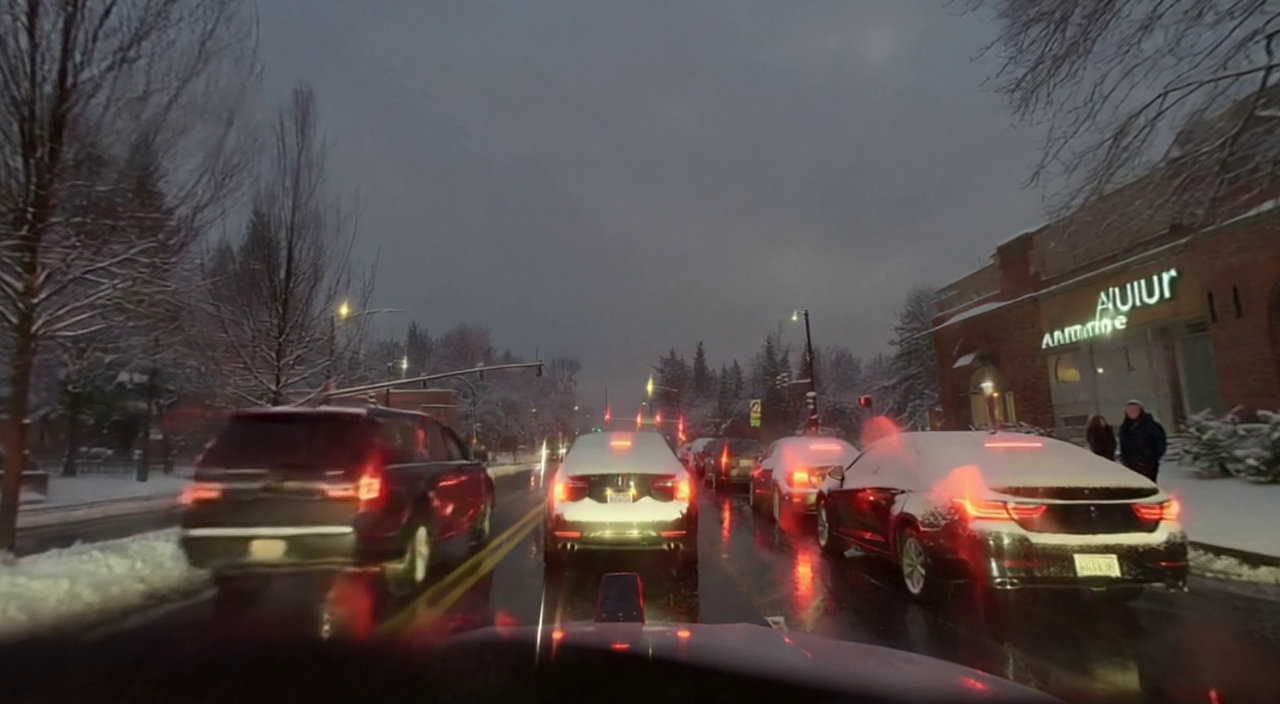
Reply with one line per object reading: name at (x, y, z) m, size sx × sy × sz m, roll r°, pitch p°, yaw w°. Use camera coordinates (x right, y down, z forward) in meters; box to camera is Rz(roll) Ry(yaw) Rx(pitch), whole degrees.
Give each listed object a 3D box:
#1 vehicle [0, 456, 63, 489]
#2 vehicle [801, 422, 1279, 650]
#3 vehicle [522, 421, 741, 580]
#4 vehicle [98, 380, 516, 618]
vehicle at (-31.717, 6.005, 31.570) m, size 1.913 × 1.531 × 4.000 m, roll -9°, pitch -12°, yaw 44°
vehicle at (3.225, 1.538, 6.444) m, size 1.912 × 1.454 × 4.537 m, roll 0°, pitch -9°, yaw -1°
vehicle at (-0.113, 1.747, 8.211) m, size 2.118 × 1.512 × 4.013 m, roll 0°, pitch -9°, yaw -1°
vehicle at (-3.076, 1.508, 7.447) m, size 2.223 × 1.840 × 4.919 m, roll 0°, pitch -9°, yaw 0°
